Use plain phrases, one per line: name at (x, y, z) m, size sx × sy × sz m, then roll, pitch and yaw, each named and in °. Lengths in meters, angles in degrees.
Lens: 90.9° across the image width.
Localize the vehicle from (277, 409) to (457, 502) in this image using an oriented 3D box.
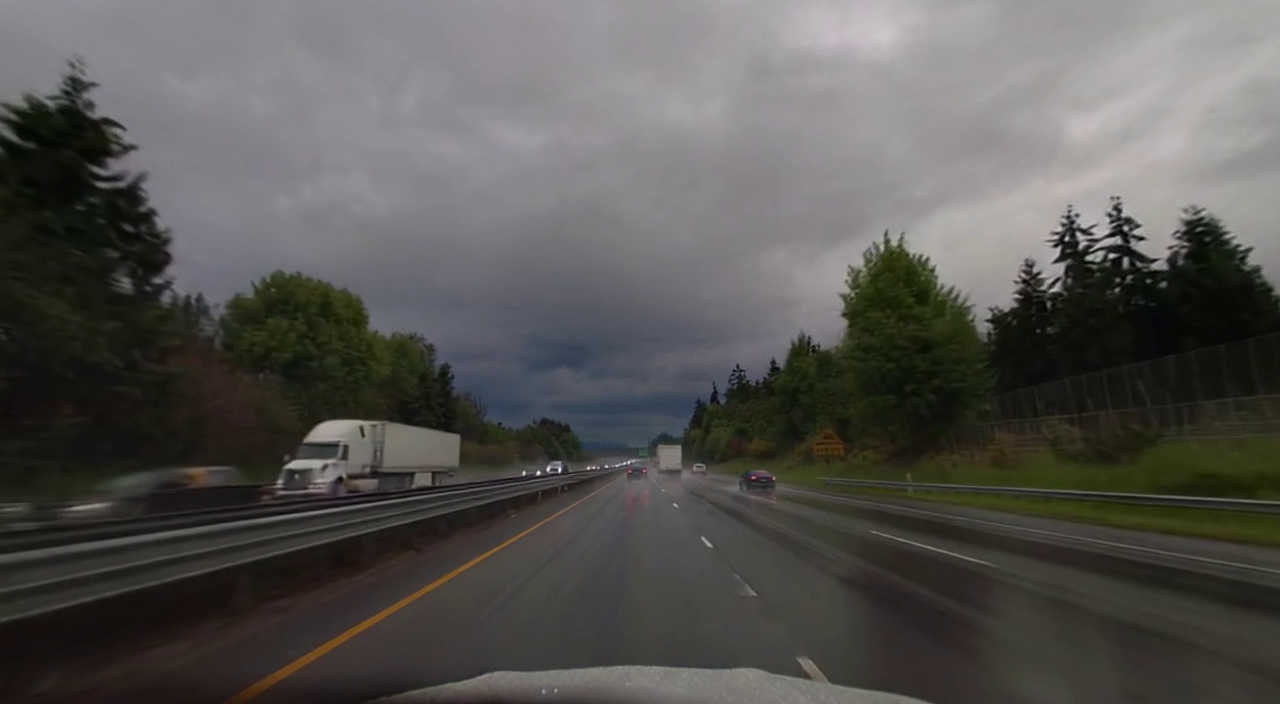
vehicle at (-14.111, 5.952, 35.379) m, size 2.881 × 3.936 × 16.436 m, roll 1°, pitch -10°, yaw 0°

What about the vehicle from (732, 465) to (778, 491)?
vehicle at (7.071, 7.820, 39.217) m, size 1.977 × 1.494 × 4.311 m, roll 1°, pitch -10°, yaw -1°

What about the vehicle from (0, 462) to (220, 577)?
vehicle at (-9.545, 2.619, 10.513) m, size 1.931 × 1.502 × 4.561 m, roll 1°, pitch -10°, yaw -1°
